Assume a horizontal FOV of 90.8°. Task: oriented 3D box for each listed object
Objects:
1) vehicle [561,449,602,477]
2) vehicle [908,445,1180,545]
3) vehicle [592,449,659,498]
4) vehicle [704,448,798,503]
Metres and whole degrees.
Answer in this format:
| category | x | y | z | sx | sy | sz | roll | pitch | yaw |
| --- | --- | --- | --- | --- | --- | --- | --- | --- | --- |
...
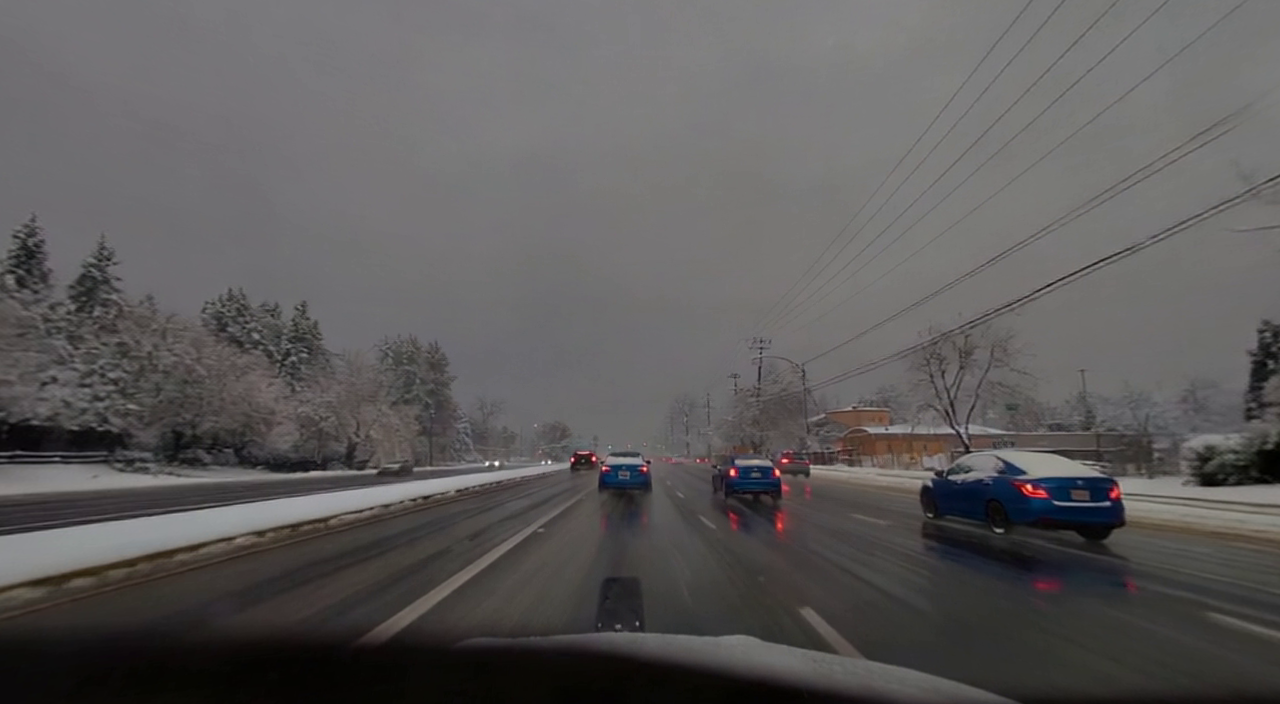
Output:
| category | x | y | z | sx | sy | sz | roll | pitch | yaw |
| --- | --- | --- | --- | --- | --- | --- | --- | --- | --- |
| vehicle | -3.623 | 6.992 | 39.960 | 2.073 | 1.606 | 4.364 | 0 | -9 | 1 |
| vehicle | 6.926 | 2.452 | 11.590 | 2.004 | 1.455 | 4.417 | 0 | -9 | -1 |
| vehicle | -0.457 | 4.087 | 21.711 | 2.065 | 1.464 | 4.216 | 0 | -9 | 0 |
| vehicle | 3.332 | 3.814 | 19.985 | 2.053 | 1.490 | 4.464 | 0 | -9 | -2 |
